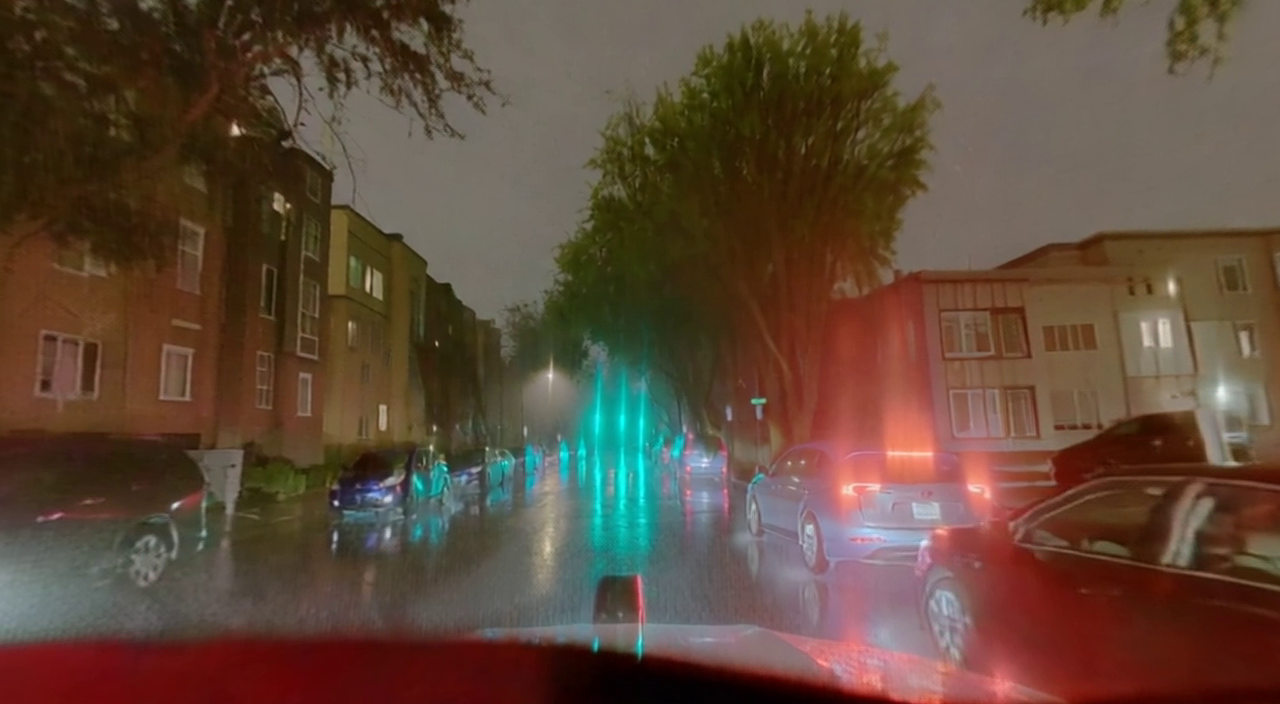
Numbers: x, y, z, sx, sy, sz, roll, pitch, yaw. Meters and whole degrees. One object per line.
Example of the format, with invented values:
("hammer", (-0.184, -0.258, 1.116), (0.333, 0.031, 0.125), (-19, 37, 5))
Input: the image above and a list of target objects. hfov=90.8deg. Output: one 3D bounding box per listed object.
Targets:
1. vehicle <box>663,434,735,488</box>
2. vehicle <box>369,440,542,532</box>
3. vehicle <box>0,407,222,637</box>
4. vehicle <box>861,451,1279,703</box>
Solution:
("vehicle", (1.908, 3.699, 21.724), (1.878, 1.664, 4.033), (0, -8, -3))
("vehicle", (-3.419, 2.554, 12.754), (1.966, 1.515, 4.394), (-1, -8, 3))
("vehicle", (-6.458, 1.456, 5.051), (2.308, 1.877, 6.060), (-4, -8, -2))
("vehicle", (2.468, 1.048, 2.232), (1.720, 1.333, 4.233), (0, -8, -2))
